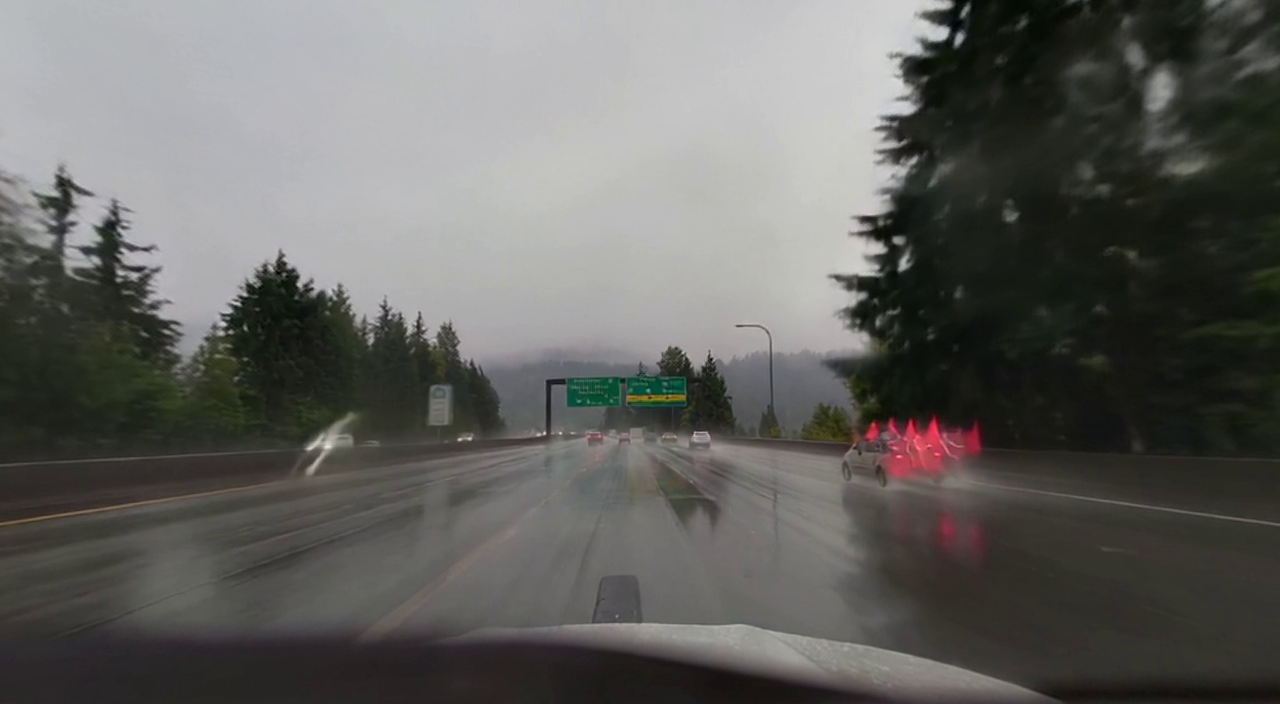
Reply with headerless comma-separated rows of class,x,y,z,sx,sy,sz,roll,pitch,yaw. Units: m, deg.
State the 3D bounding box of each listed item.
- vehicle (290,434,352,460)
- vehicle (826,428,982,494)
vehicle,-21.386,6.354,42.397,1.925,1.584,4.394,0,-7,-1
vehicle,6.837,2.847,17.031,2.034,1.511,4.785,0,-8,-1
